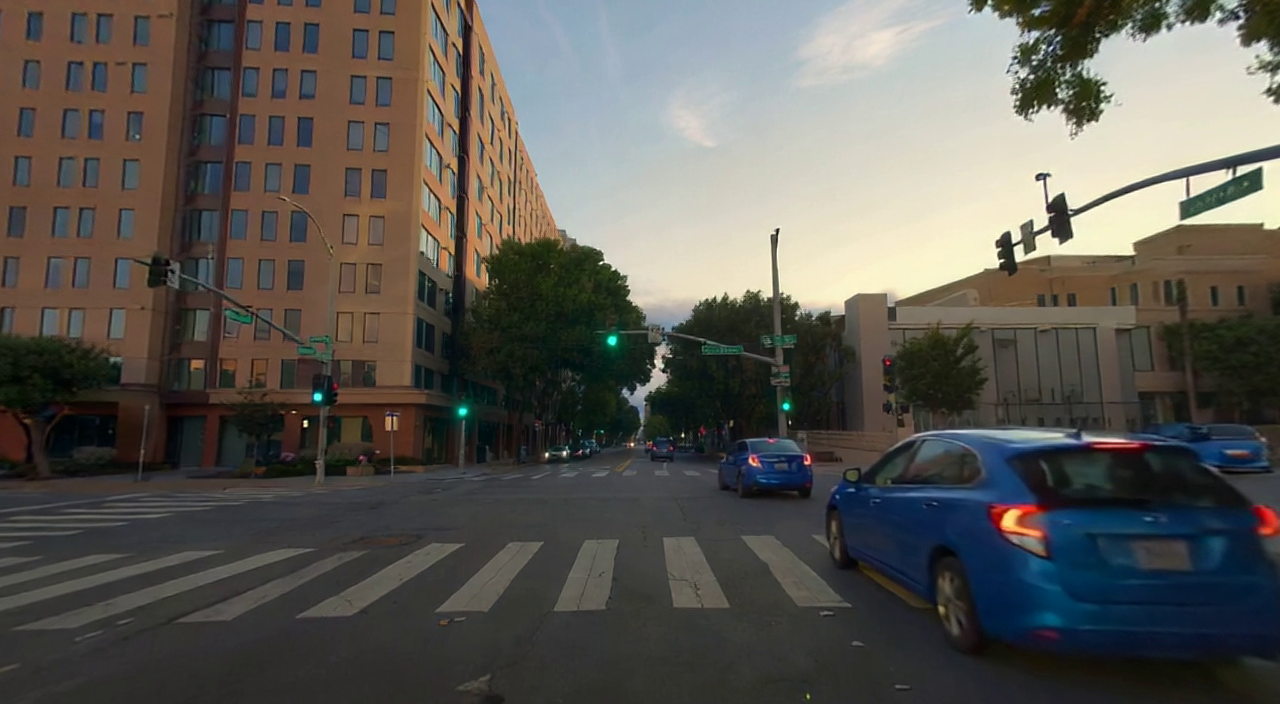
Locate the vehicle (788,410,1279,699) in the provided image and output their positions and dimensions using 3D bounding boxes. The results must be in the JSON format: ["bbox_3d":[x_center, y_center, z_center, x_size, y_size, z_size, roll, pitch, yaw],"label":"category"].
[{"bbox_3d":[2.862,1.367,5.508,2.039,1.470,4.355,0,-8,-1],"label":"vehicle"}]

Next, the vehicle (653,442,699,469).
[{"bbox_3d":[1.918,5.717,35.079,2.040,1.421,4.550,0,-8,-3],"label":"vehicle"}]

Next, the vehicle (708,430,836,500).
[{"bbox_3d":[3.015,2.702,15.481,2.009,1.443,4.509,0,-8,-2],"label":"vehicle"}]
